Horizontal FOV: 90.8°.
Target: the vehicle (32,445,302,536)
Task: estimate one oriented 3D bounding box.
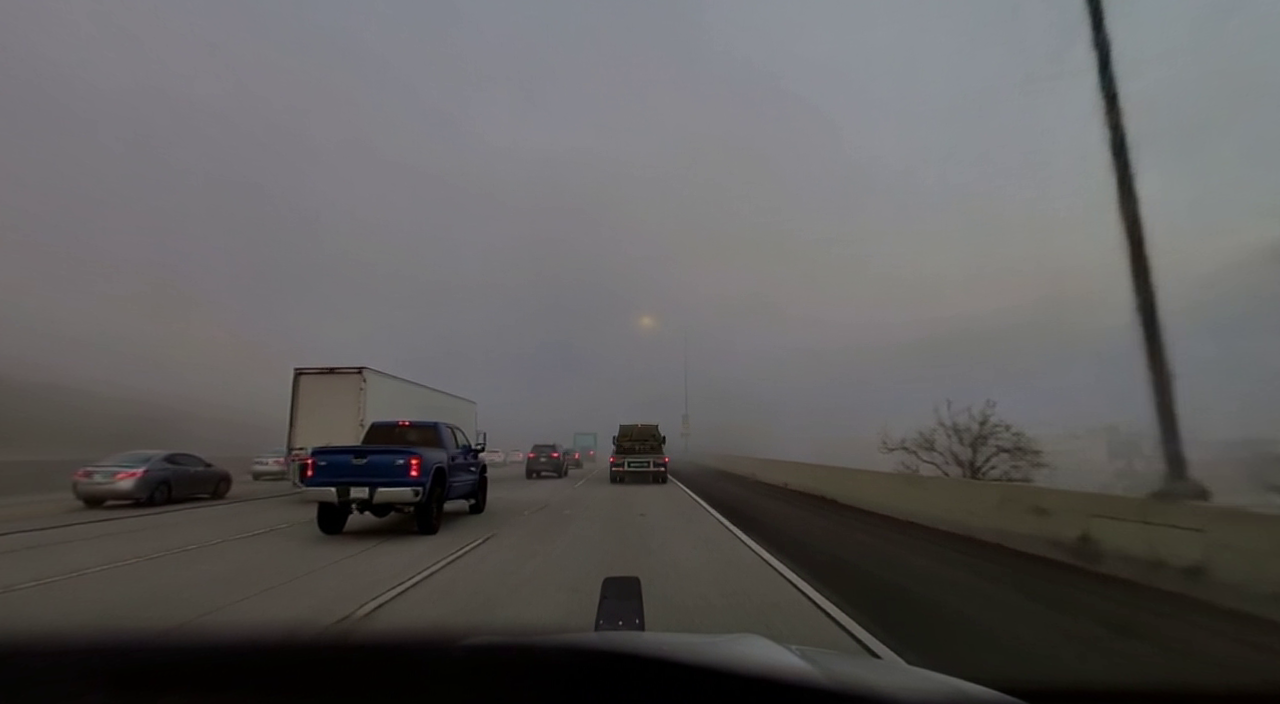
[{"bbox_3d":[-8.631,2.515,12.121,1.893,1.409,4.154,-1,-9,1],"label":"vehicle"}]

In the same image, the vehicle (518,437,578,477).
[{"bbox_3d":[-4.655,5.399,32.773,2.329,1.859,4.823,0,-9,0],"label":"vehicle"}]

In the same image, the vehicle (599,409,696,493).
[{"bbox_3d":[0.114,3.529,22.779,2.886,2.471,7.692,0,-9,-2],"label":"vehicle"}]

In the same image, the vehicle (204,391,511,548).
[{"bbox_3d":[-4.165,1.915,10.908,2.575,1.958,5.730,0,-9,1],"label":"vehicle"}]

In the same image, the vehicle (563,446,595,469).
[{"bbox_3d":[-4.229,7.353,44.097,1.948,1.494,4.157,0,-9,-2],"label":"vehicle"}]
